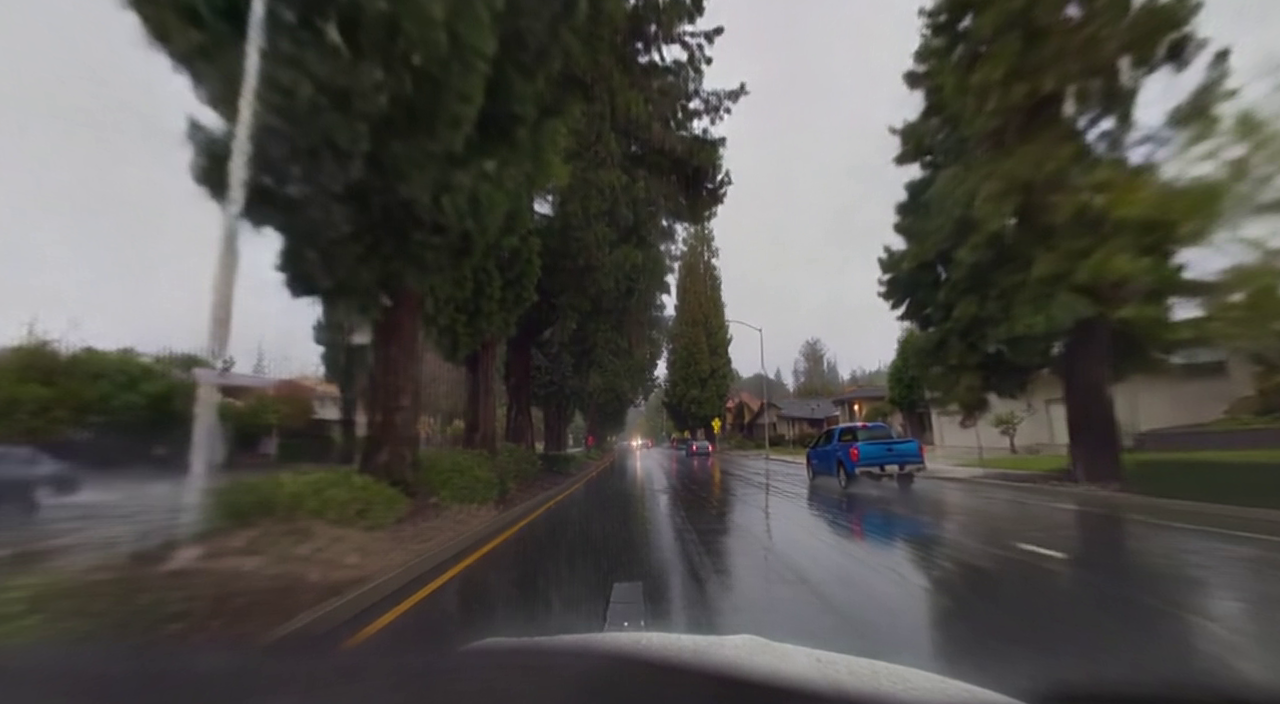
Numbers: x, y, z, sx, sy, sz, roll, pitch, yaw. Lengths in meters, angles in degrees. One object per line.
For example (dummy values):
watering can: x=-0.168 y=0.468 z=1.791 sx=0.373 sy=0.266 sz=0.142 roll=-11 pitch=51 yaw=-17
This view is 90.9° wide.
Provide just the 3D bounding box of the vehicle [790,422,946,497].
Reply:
vehicle: x=6.135 y=2.983 z=17.962 sx=2.262 sy=1.769 sz=5.666 roll=0 pitch=-8 yaw=-1
